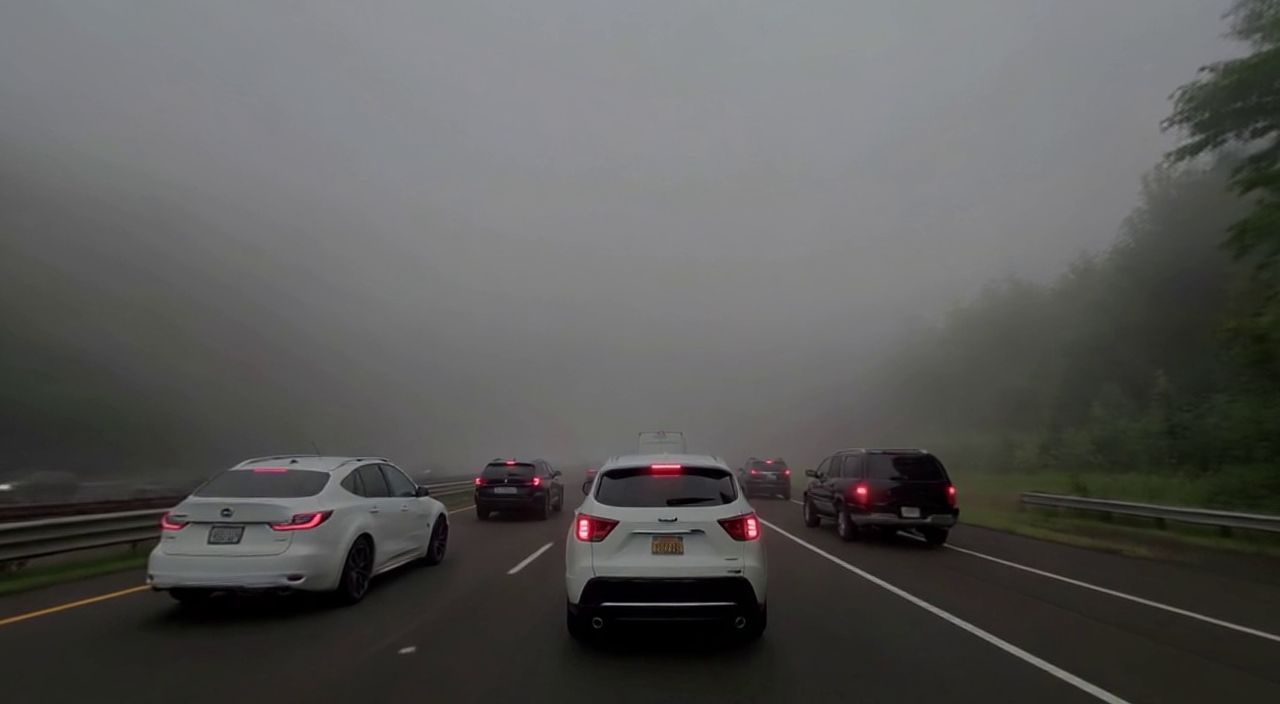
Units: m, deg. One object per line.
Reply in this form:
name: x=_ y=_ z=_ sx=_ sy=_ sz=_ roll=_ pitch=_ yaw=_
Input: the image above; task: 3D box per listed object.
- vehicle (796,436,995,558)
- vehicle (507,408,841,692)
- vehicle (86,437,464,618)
vehicle: x=4.569 y=2.691 z=12.136 sx=1.984 sy=1.876 sz=4.287 roll=1 pitch=-11 yaw=0
vehicle: x=0.219 y=1.608 z=6.062 sx=2.057 sy=1.725 sz=4.126 roll=1 pitch=-11 yaw=0
vehicle: x=-3.854 y=1.958 z=7.795 sx=1.994 sy=1.556 sz=4.263 roll=0 pitch=-11 yaw=1
